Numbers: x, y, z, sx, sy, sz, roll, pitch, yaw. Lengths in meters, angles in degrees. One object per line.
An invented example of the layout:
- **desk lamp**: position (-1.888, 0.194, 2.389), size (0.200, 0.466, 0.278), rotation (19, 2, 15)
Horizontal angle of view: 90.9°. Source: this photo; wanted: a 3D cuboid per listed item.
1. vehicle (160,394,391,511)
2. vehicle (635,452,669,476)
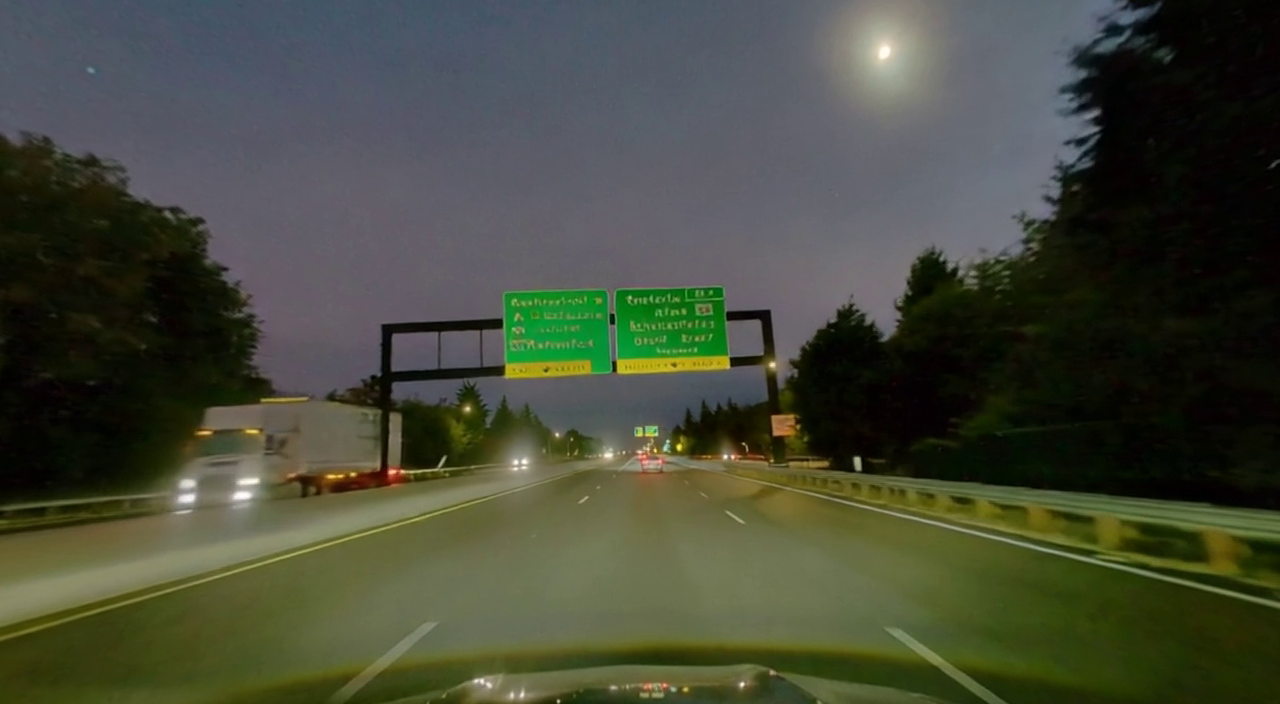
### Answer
- **vehicle**: position (-13.861, 4.047, 25.567), size (3.366, 3.773, 9.860), rotation (0, -9, 0)
- **vehicle**: position (0.729, 7.025, 39.713), size (2.036, 1.457, 3.471), rotation (0, -9, -1)
